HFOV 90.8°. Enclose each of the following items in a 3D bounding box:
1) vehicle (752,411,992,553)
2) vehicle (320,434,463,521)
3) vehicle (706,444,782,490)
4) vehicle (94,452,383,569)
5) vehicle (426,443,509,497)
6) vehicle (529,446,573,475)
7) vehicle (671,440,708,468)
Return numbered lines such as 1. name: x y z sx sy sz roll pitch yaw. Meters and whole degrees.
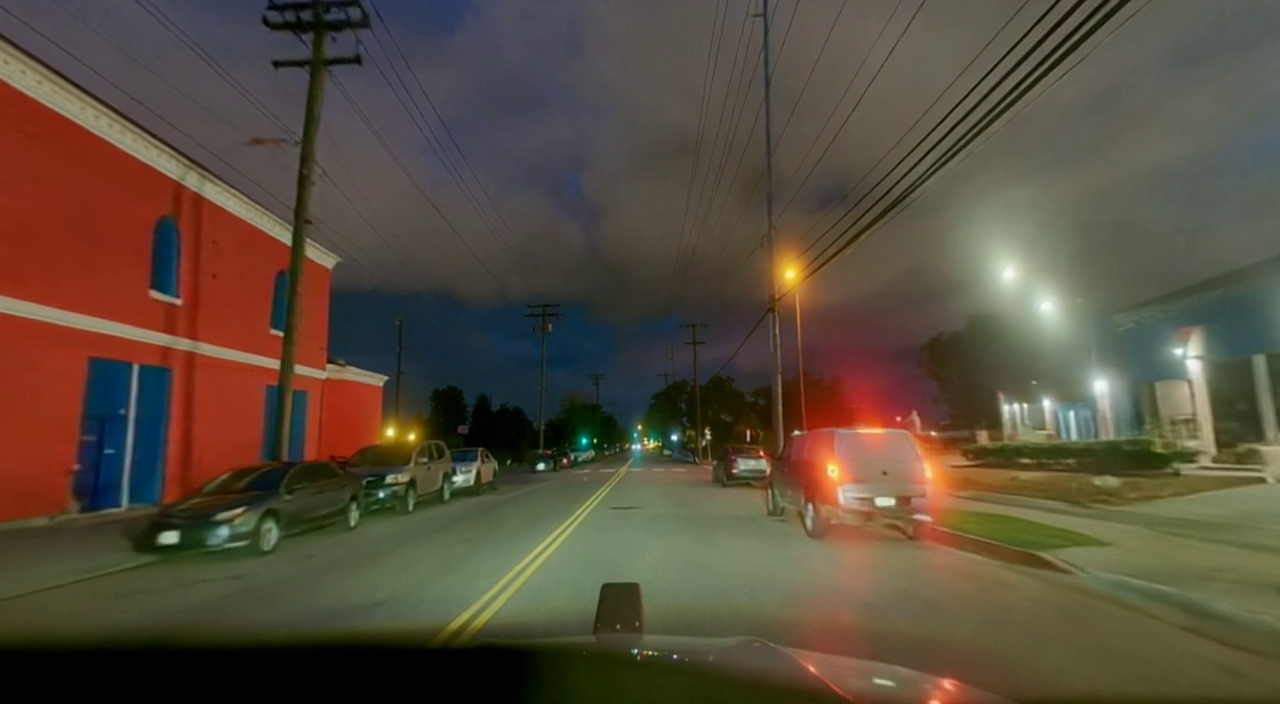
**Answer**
1. vehicle: 3.423 2.040 10.564 2.182 1.824 4.622 0 -9 -1
2. vehicle: -6.172 3.134 16.358 1.983 1.809 4.503 -2 -9 -1
3. vehicle: 3.647 4.136 23.030 1.942 1.476 4.739 0 -9 -1
4. vehicle: -6.221 2.445 10.609 1.844 1.486 4.474 -1 -9 1
5. vehicle: -6.103 4.219 22.829 1.906 1.623 4.057 -4 -9 -1
6. vehicle: -5.674 6.966 40.768 1.910 1.488 3.999 -4 -7 5
7. vehicle: 3.587 7.490 46.534 2.313 1.937 5.092 0 -9 0
